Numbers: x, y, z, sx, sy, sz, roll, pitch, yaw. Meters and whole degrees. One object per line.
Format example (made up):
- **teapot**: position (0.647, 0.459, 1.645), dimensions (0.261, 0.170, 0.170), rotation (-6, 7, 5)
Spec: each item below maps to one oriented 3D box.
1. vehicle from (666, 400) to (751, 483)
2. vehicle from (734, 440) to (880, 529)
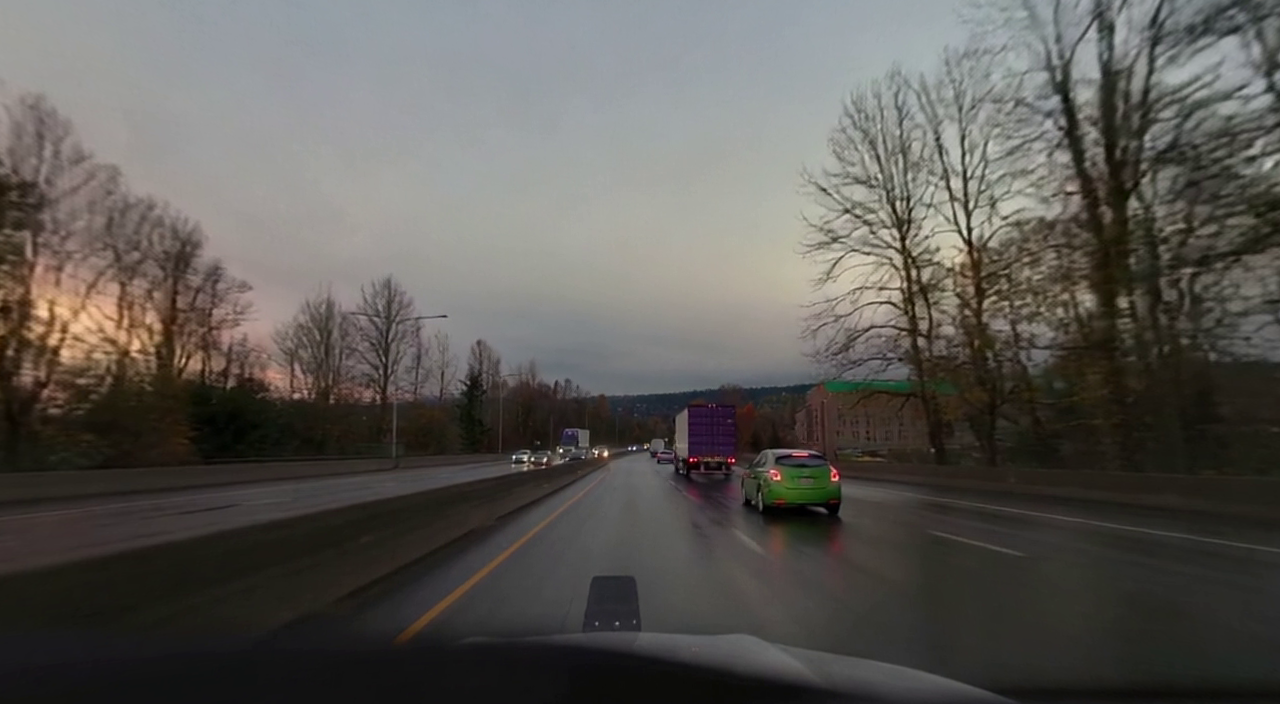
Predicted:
- **vehicle**: position (3.252, 4.986, 34.455), dimensions (2.916, 3.563, 14.462), rotation (-1, -9, -1)
- **vehicle**: position (3.307, 2.700, 13.271), dimensions (1.971, 1.558, 3.834), rotation (-1, -9, -1)
